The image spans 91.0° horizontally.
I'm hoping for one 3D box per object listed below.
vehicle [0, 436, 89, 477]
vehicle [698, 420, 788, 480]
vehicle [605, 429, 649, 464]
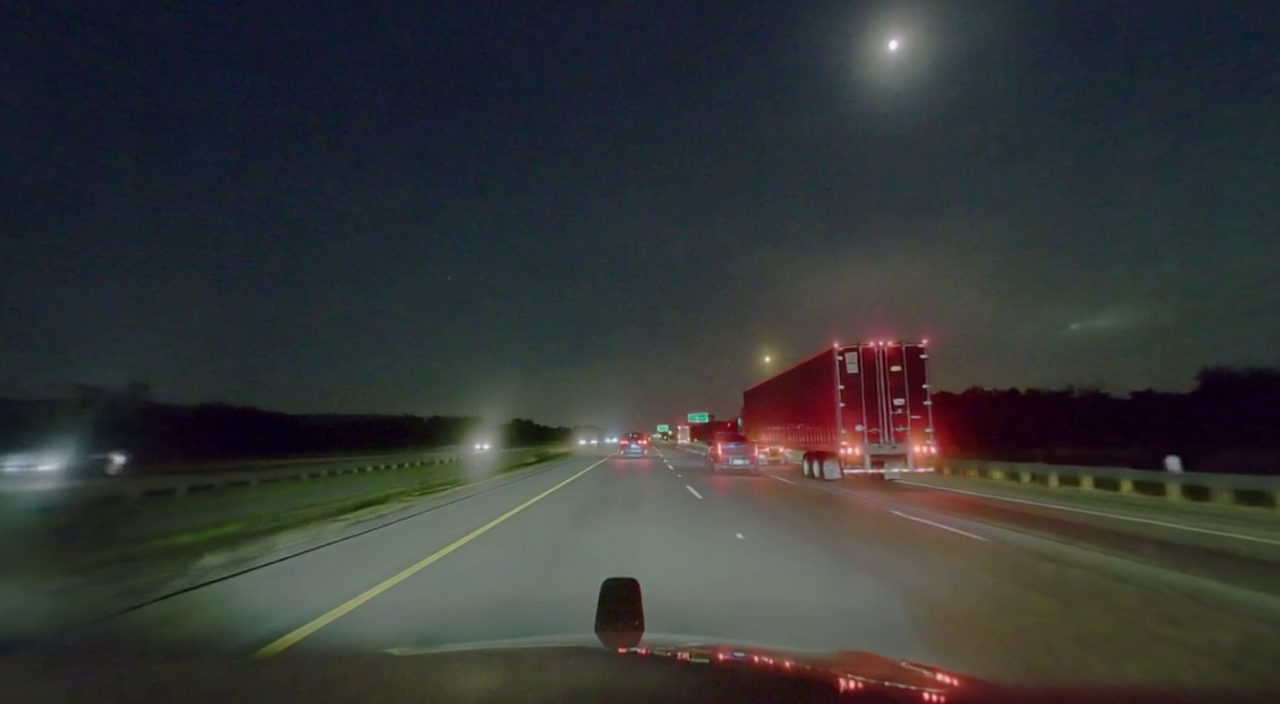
[{"bbox_3d":[-29.448,4.907,29.815,2.106,1.801,5.016,0,-9,1],"label":"vehicle"},{"bbox_3d":[3.370,3.360,21.692,2.269,1.839,4.554,1,-9,-1],"label":"vehicle"},{"bbox_3d":[-0.616,4.896,32.501,2.142,1.664,4.076,0,-9,0],"label":"vehicle"}]
